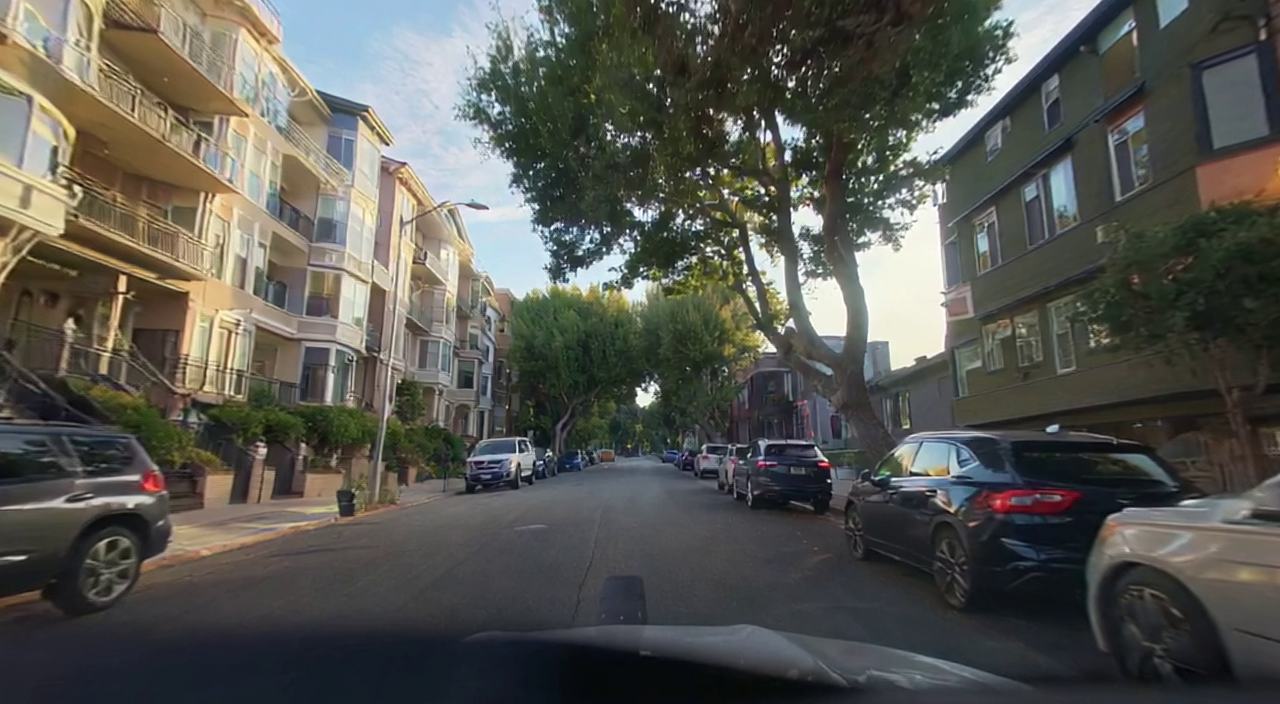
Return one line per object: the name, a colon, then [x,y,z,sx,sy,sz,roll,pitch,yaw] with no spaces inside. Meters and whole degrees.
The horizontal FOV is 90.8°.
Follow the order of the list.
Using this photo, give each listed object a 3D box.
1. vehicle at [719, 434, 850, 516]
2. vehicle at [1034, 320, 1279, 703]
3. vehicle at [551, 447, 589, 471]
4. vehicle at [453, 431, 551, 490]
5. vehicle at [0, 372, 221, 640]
vehicle: [3.518,3.090,16.558,2.216,1.790,5.077,0,-8,0]
vehicle: [3.686,0.668,1.460,2.208,1.893,5.037,0,-8,-1]
vehicle: [-5.468,8.415,49.833,2.222,1.735,5.215,-1,-8,2]
vehicle: [-5.554,4.518,26.408,2.596,2.152,5.689,-1,-10,2]
vehicle: [-5.877,1.061,4.162,2.642,1.880,5.242,-1,-10,0]
